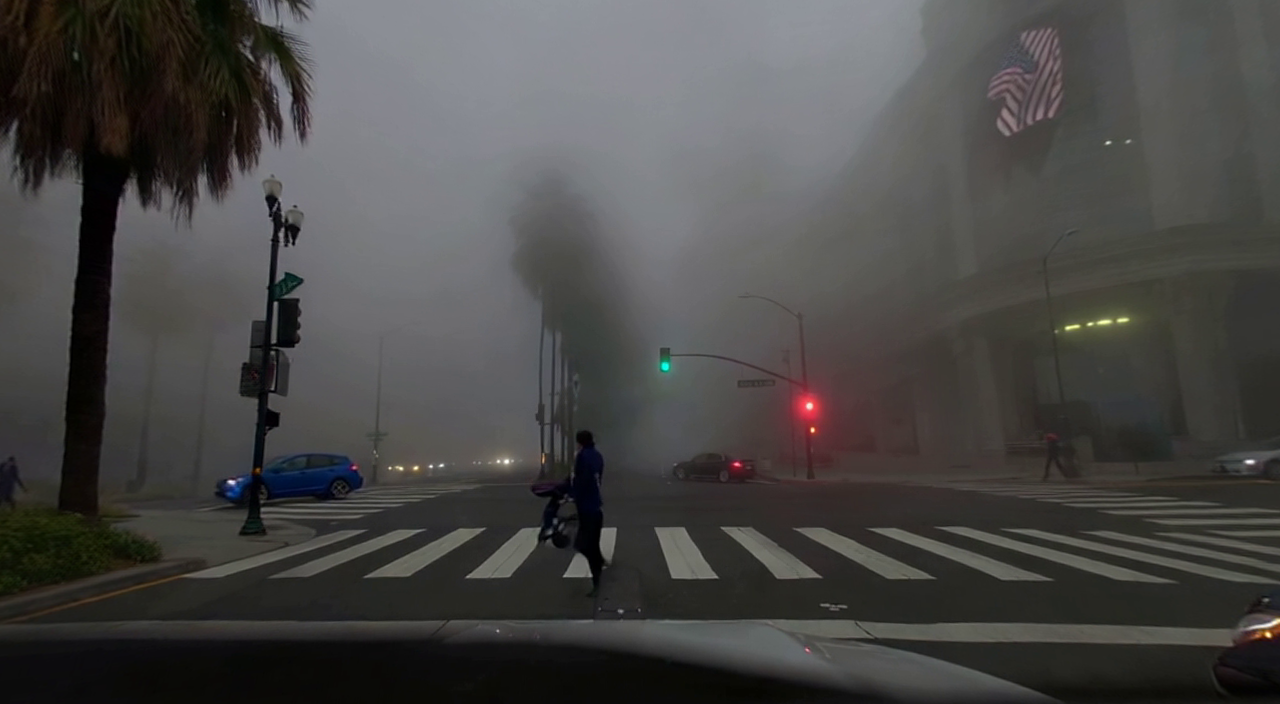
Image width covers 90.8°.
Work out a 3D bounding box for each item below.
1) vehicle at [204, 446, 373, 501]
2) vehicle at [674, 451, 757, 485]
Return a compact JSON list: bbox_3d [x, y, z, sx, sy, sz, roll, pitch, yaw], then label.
[{"bbox_3d":[-11.308,3.915,20.740,4.499,1.594,1.898,3,-9,-20],"label":"vehicle"},{"bbox_3d":[3.653,5.676,31.281,2.000,1.525,4.273,4,-10,-27],"label":"vehicle"}]
